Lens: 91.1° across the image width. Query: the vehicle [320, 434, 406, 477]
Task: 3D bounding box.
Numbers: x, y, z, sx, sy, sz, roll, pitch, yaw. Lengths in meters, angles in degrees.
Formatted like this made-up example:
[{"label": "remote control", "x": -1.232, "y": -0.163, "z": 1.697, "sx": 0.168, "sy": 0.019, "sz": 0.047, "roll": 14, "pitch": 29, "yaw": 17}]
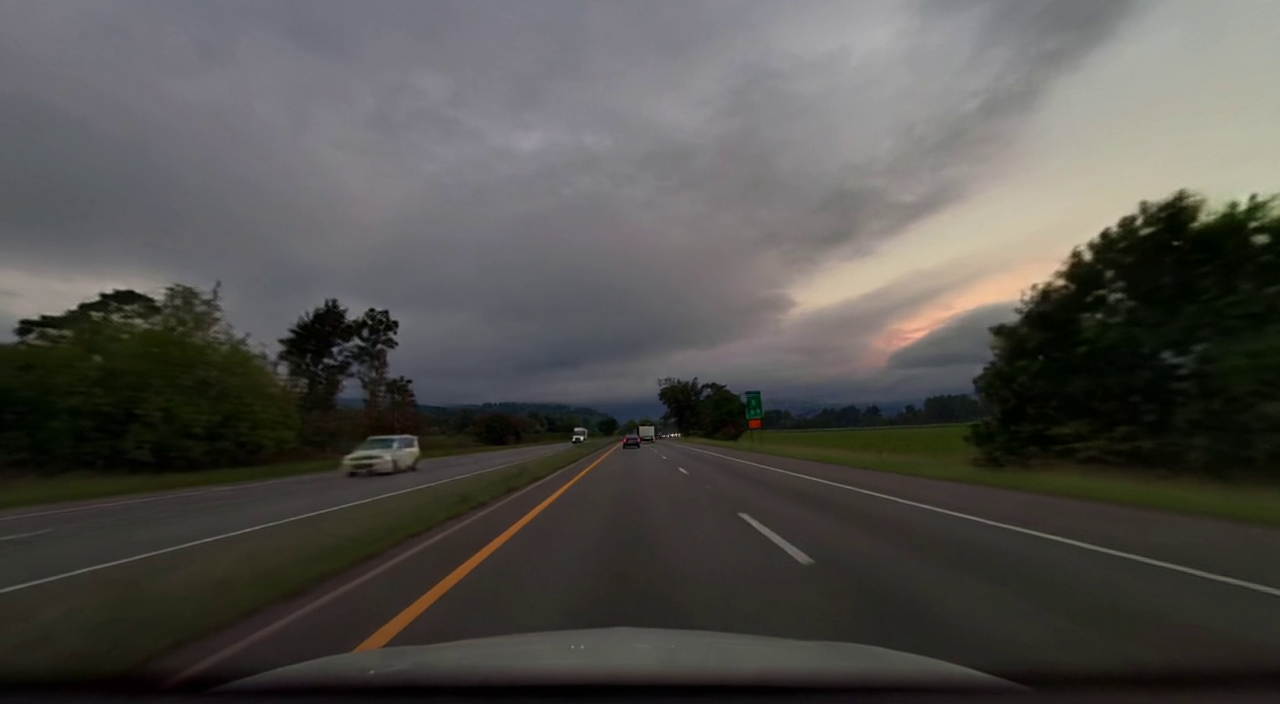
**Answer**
[{"label": "vehicle", "x": -12.532, "y": 4.659, "z": 28.789, "sx": 1.975, "sy": 1.794, "sz": 4.343, "roll": 0, "pitch": -8, "yaw": 0}]
